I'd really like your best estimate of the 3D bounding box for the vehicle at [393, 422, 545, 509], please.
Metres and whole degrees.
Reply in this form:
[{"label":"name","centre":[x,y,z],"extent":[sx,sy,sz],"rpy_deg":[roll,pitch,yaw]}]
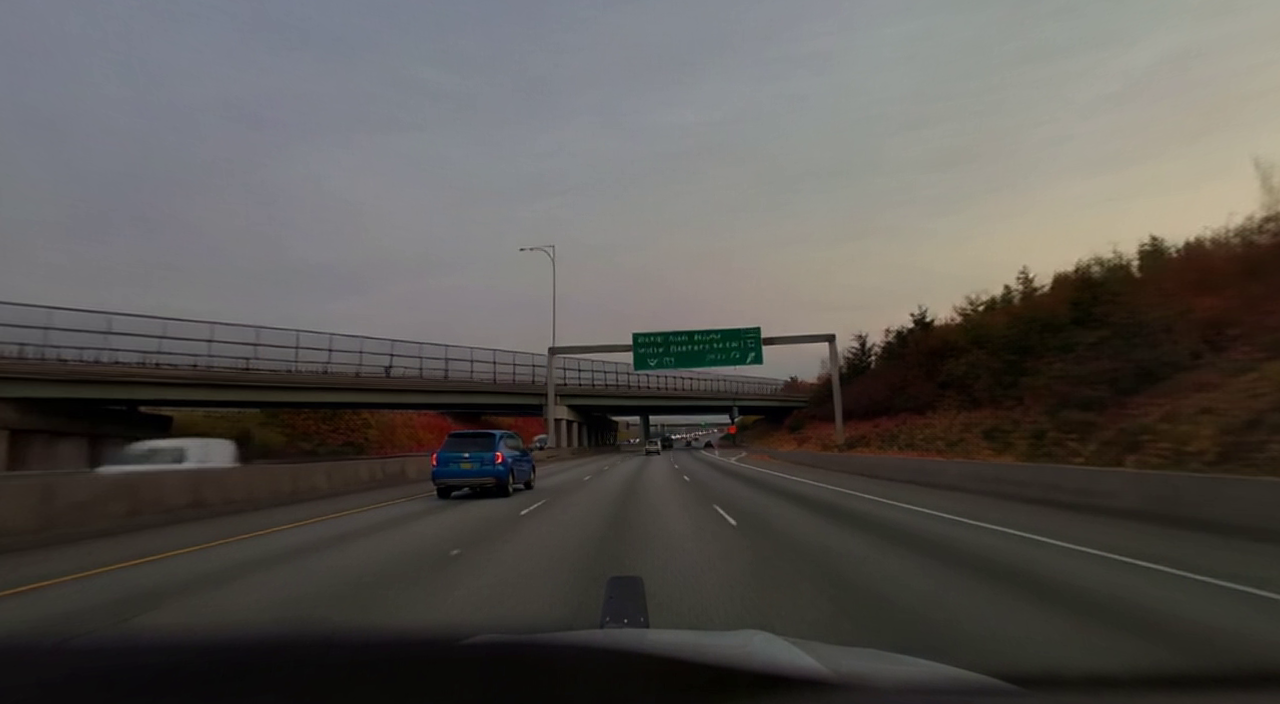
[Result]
[{"label":"vehicle","centre":[-3.725,2.571,14.687],"extent":[2.177,1.707,4.432],"rpy_deg":[0,-8,2]}]
